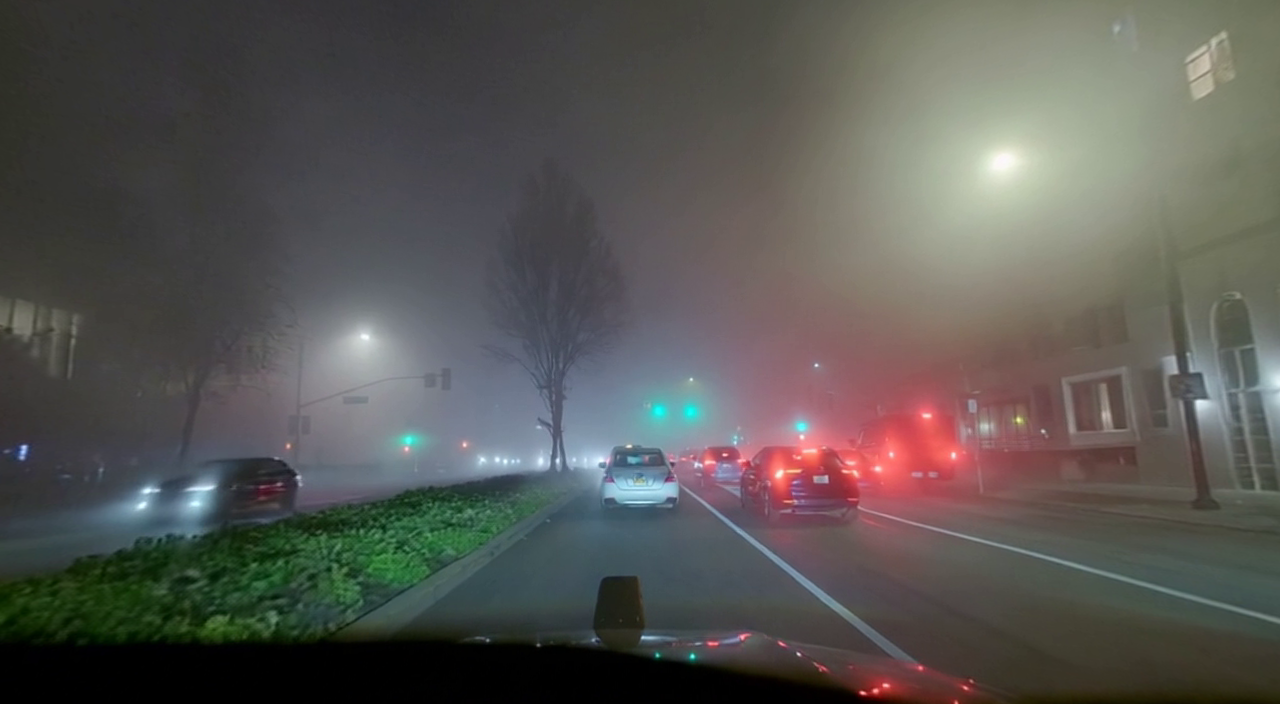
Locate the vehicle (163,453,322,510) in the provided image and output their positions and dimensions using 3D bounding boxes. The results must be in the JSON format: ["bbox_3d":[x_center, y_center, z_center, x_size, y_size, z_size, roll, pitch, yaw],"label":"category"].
[{"bbox_3d":[-12.280,3.991,19.997,2.020,1.533,4.620,0,-8,0],"label":"vehicle"}]

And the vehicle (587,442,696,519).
[{"bbox_3d":[-0.019,2.812,14.436,2.105,1.474,4.127,0,-8,-1],"label":"vehicle"}]

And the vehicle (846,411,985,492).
[{"bbox_3d":[10.083,3.735,23.956,2.238,2.594,6.607,0,-8,0],"label":"vehicle"}]

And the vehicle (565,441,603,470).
[{"bbox_3d":[-4.008,7.507,46.072,2.326,1.958,5.183,0,-8,0],"label":"vehicle"}]

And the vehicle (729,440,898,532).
[{"bbox_3d":[3.171,2.539,12.691,1.995,1.483,4.533,0,-8,-2],"label":"vehicle"}]
